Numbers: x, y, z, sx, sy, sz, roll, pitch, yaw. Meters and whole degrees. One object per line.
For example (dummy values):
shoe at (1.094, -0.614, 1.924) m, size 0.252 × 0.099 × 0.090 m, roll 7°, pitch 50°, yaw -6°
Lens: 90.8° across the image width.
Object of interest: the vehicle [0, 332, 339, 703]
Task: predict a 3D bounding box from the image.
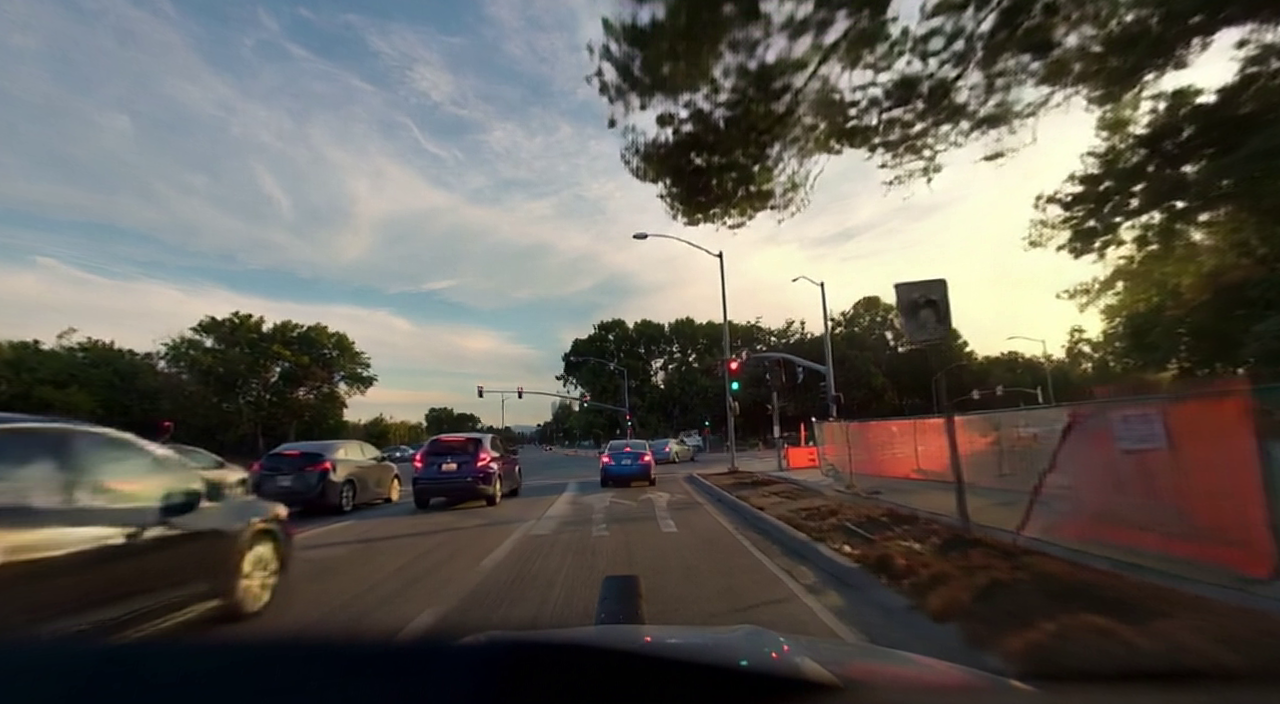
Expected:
vehicle at (-4.014, 1.022, 3.633) m, size 2.236 × 1.886 × 4.792 m, roll -3°, pitch -9°, yaw 0°

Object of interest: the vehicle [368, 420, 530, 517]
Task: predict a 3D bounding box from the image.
vehicle at (-4.148, 2.647, 14.843) m, size 2.240 × 1.844 × 5.043 m, roll 0°, pitch -9°, yaw 0°

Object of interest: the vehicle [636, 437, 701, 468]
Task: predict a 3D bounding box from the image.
vehicle at (1.596, 5.268, 33.199) m, size 1.873 × 1.477 × 4.467 m, roll -4°, pitch -9°, yaw 24°

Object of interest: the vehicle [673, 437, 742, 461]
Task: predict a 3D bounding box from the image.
vehicle at (4.506, 6.394, 41.784) m, size 4.345 × 1.480 × 1.800 m, roll 5°, pitch -10°, yaw -33°

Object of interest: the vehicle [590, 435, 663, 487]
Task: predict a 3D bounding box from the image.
vehicle at (-0.365, 3.582, 21.017) m, size 2.183 × 1.506 × 4.286 m, roll 0°, pitch -9°, yaw 1°
